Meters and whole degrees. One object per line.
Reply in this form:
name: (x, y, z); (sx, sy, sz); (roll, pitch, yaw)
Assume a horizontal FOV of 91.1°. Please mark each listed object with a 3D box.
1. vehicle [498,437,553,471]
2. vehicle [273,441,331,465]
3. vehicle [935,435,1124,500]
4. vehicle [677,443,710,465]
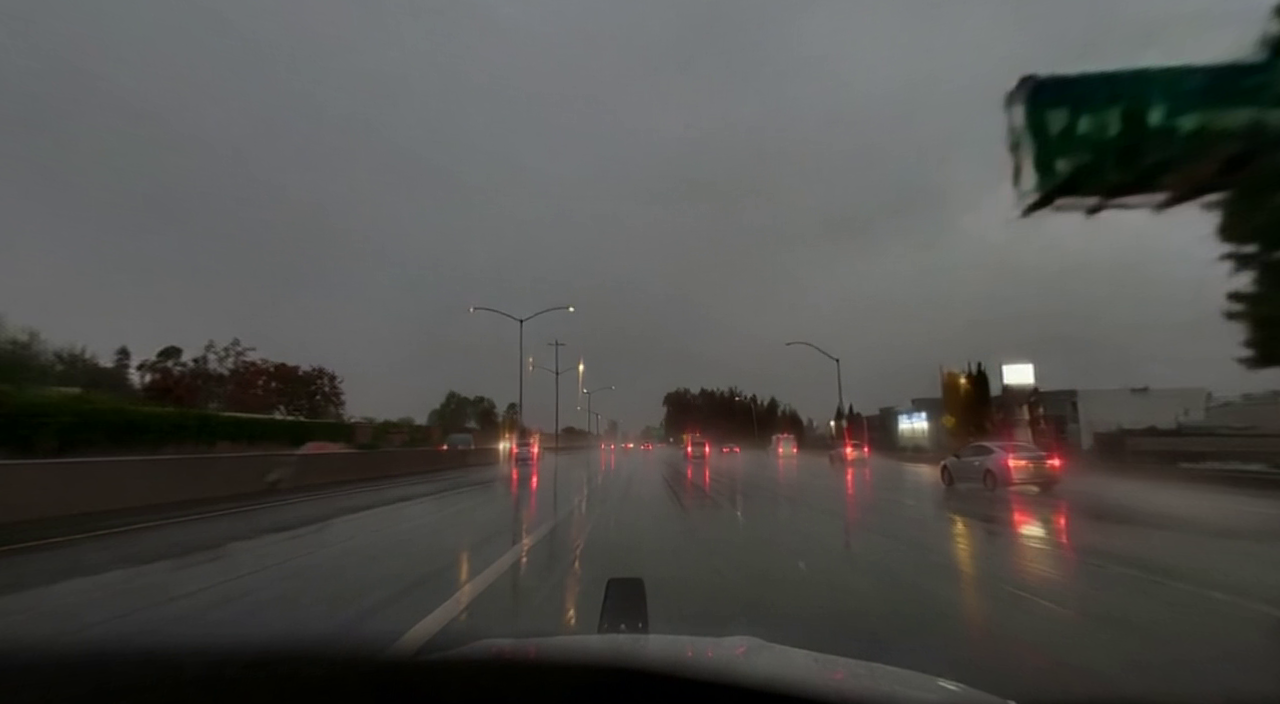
vehicle: (-6.300, 5.664, 35.066); (2.091, 1.746, 4.437); (0, -9, 1)
vehicle: (-21.187, 6.340, 39.494); (1.650, 1.414, 3.441); (0, -9, 1)
vehicle: (10.192, 3.043, 17.009); (1.979, 1.467, 4.839); (0, -9, -1)
vehicle: (3.657, 7.025, 43.242); (1.950, 1.453, 3.378); (0, -9, -1)
